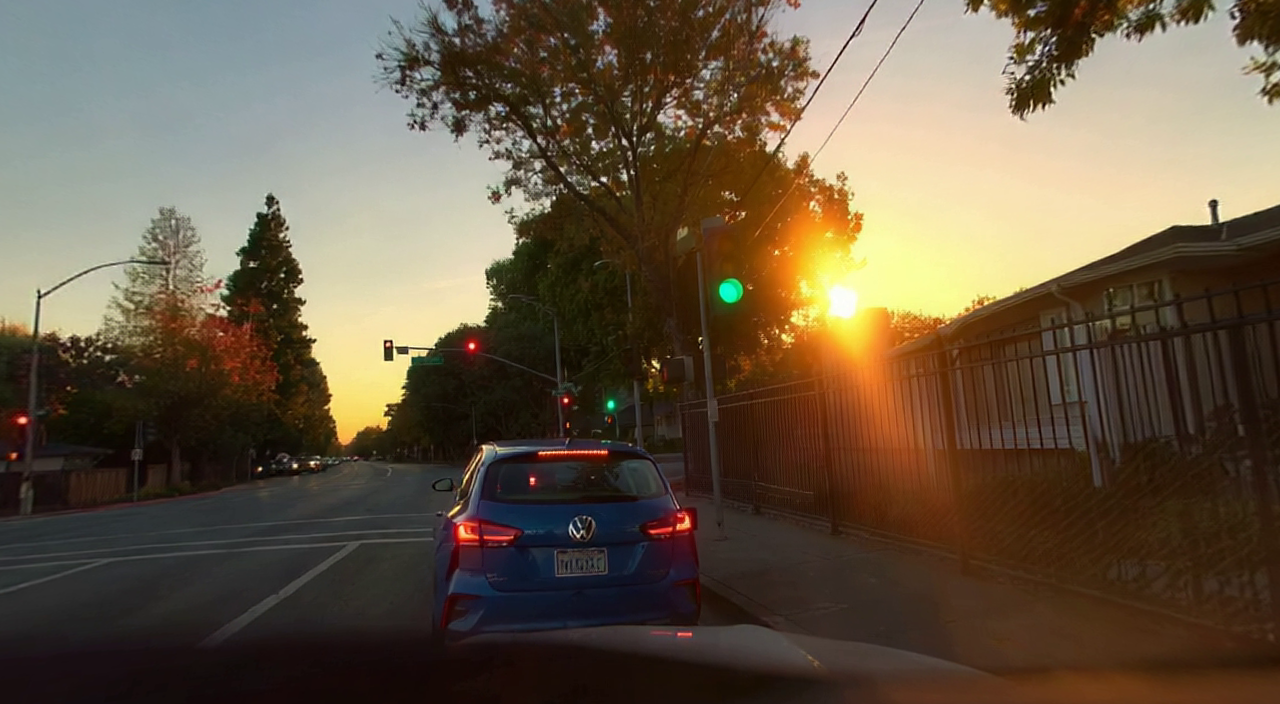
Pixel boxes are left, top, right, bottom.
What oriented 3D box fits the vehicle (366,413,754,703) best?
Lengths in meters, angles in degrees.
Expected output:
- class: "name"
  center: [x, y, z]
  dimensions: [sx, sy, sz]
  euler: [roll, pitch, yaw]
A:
- class: "vehicle"
  center: [-0.663, 1.361, 5.228]
  dimensions: [2.024, 1.502, 3.702]
  euler: [1, -9, -9]
